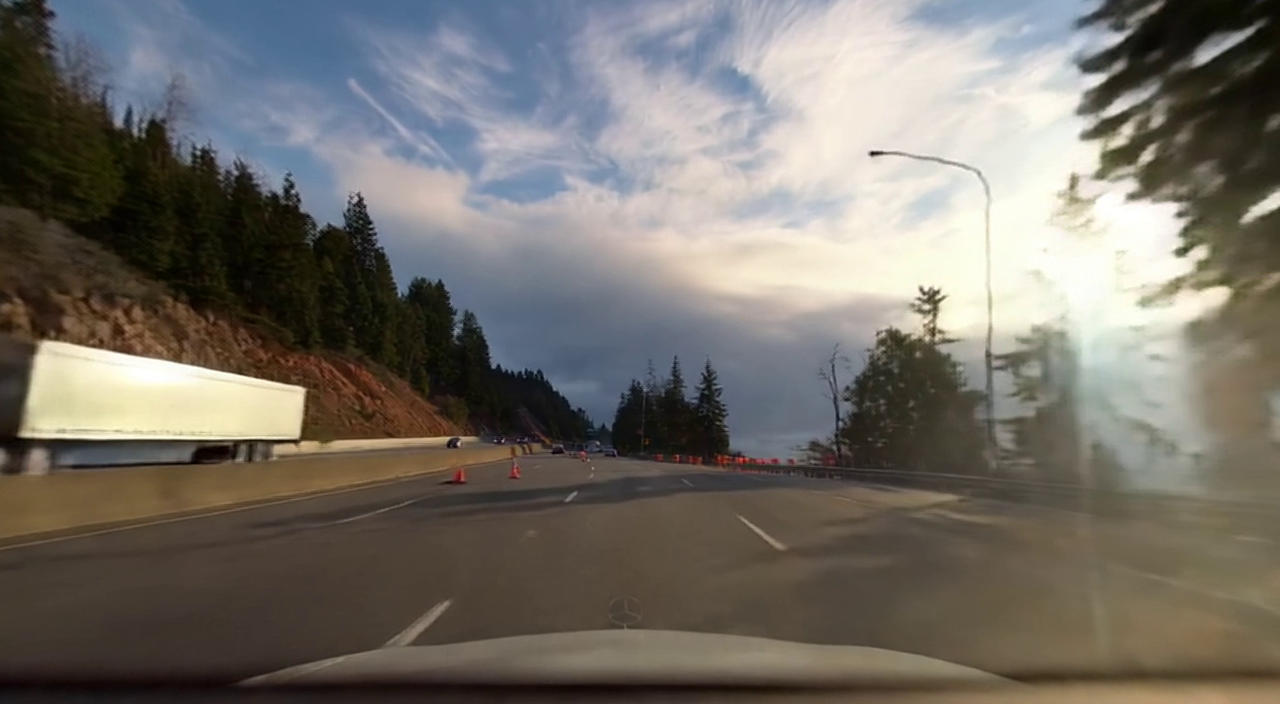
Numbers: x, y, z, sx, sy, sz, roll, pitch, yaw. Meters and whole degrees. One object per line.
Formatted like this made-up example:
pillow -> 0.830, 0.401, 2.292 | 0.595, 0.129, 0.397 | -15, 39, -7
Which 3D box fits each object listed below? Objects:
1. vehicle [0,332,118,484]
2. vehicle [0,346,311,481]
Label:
vehicle -> -19.477, 1.511, 17.305 | 3.015, 4.224, 8.233 | 0, -9, 0
vehicle -> -19.738, 3.035, 27.239 | 2.886, 4.146, 15.863 | 0, -9, -1
